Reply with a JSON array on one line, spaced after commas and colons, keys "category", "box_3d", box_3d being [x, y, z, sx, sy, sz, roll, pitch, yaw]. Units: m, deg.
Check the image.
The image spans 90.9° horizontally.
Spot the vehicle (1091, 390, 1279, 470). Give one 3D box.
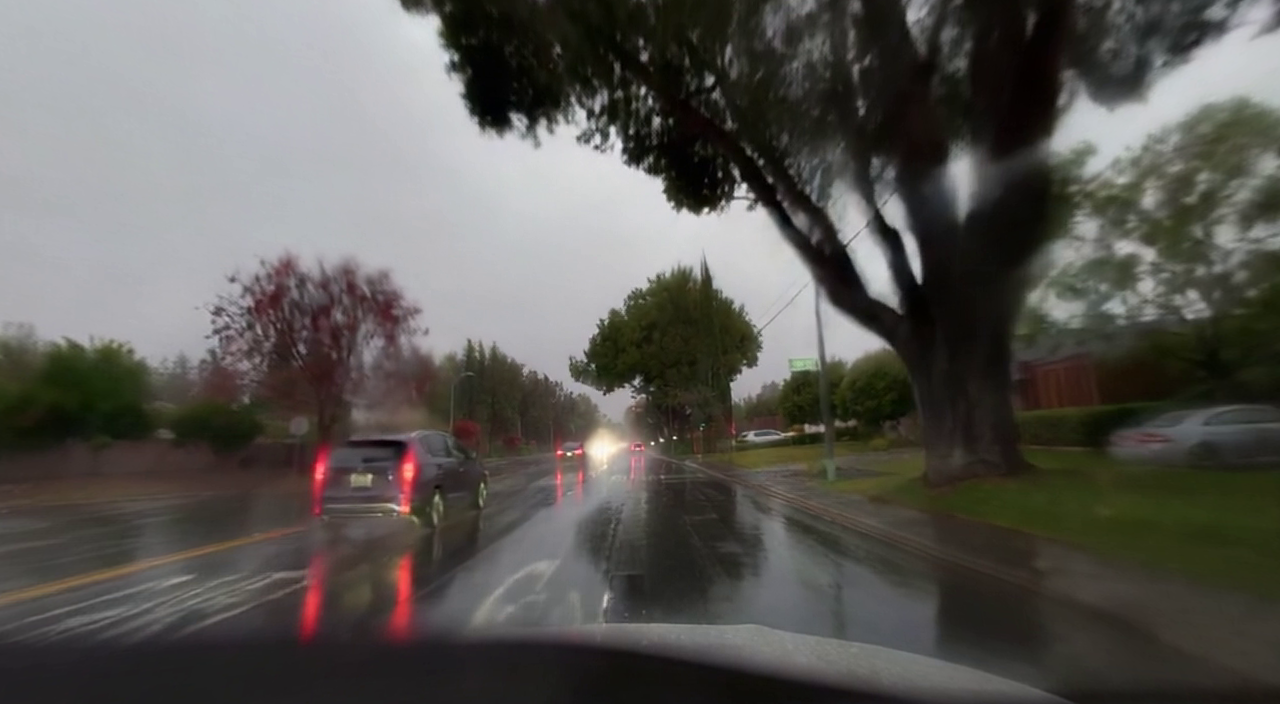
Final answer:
[{"category": "vehicle", "box_3d": [12.352, 1.629, 13.087, 4.411, 1.522, 2.004, 0, -8, -1]}]

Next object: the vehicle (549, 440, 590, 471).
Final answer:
[{"category": "vehicle", "box_3d": [-3.734, 5.547, 33.932, 1.802, 1.528, 3.490, 0, -8, -1]}]

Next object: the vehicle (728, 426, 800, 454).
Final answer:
[{"category": "vehicle", "box_3d": [9.355, 6.699, 47.890, 4.944, 2.023, 1.973, 0, -8, -3]}]

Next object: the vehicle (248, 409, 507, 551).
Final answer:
[{"category": "vehicle", "box_3d": [-3.784, 1.941, 10.202, 2.190, 1.766, 4.394, 0, -8, 2]}]
